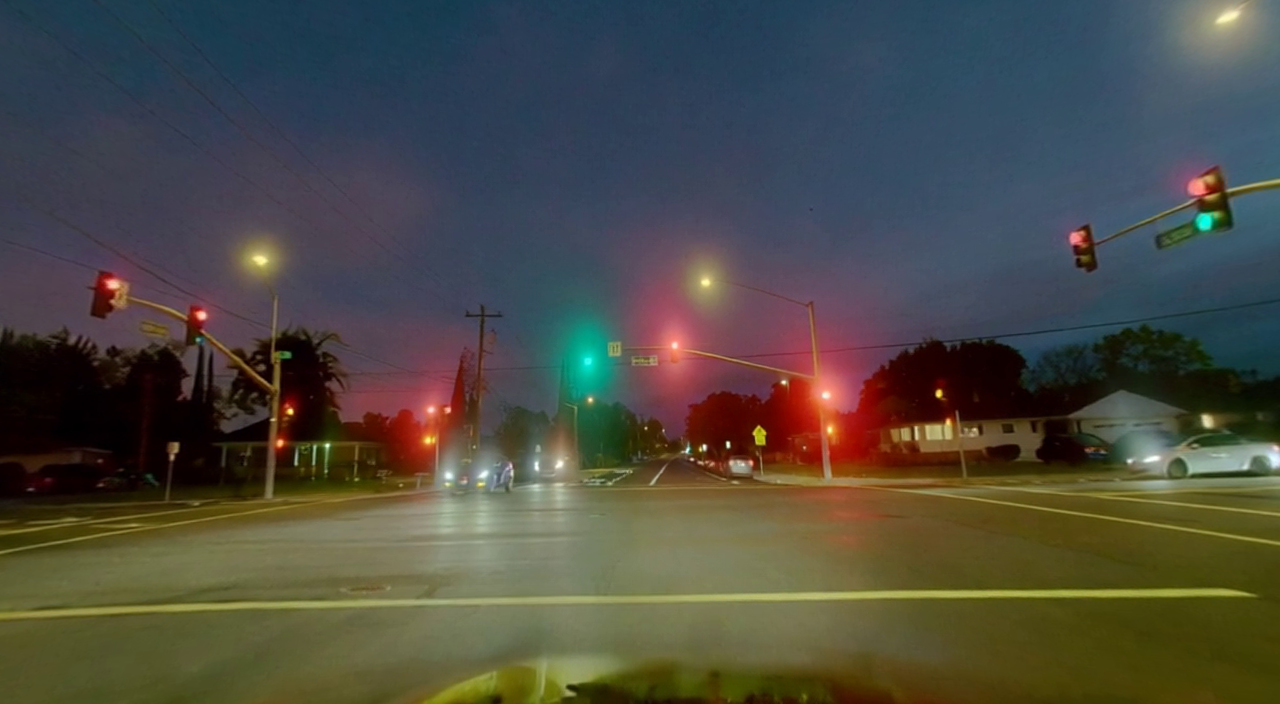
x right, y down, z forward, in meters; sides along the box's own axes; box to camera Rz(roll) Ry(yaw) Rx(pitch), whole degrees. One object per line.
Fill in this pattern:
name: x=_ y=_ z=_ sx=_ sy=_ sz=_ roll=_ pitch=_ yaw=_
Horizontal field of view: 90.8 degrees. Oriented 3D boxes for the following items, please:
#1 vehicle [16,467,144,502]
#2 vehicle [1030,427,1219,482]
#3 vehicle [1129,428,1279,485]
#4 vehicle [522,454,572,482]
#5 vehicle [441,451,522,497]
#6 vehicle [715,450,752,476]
vehicle: x=-30.107 y=7.108 z=34.235 sx=2.106 sy=1.586 sz=5.009 roll=-1 pitch=-9 yaw=4
vehicle: x=16.011 y=3.429 z=21.113 sx=4.452 sy=1.711 sz=2.186 roll=0 pitch=-9 yaw=1
vehicle: x=16.953 y=2.963 z=18.002 sx=4.345 sy=1.517 sz=1.913 roll=0 pitch=-9 yaw=2
vehicle: x=-5.912 y=7.426 z=40.753 sx=2.270 sy=1.605 sz=4.958 roll=-2 pitch=-9 yaw=3
vehicle: x=-6.350 y=4.896 z=25.843 sx=1.982 sy=1.686 sz=4.195 roll=-1 pitch=-9 yaw=3
vehicle: x=6.204 y=7.340 z=42.167 sx=1.891 sy=1.611 sz=4.269 roll=0 pitch=-9 yaw=1
